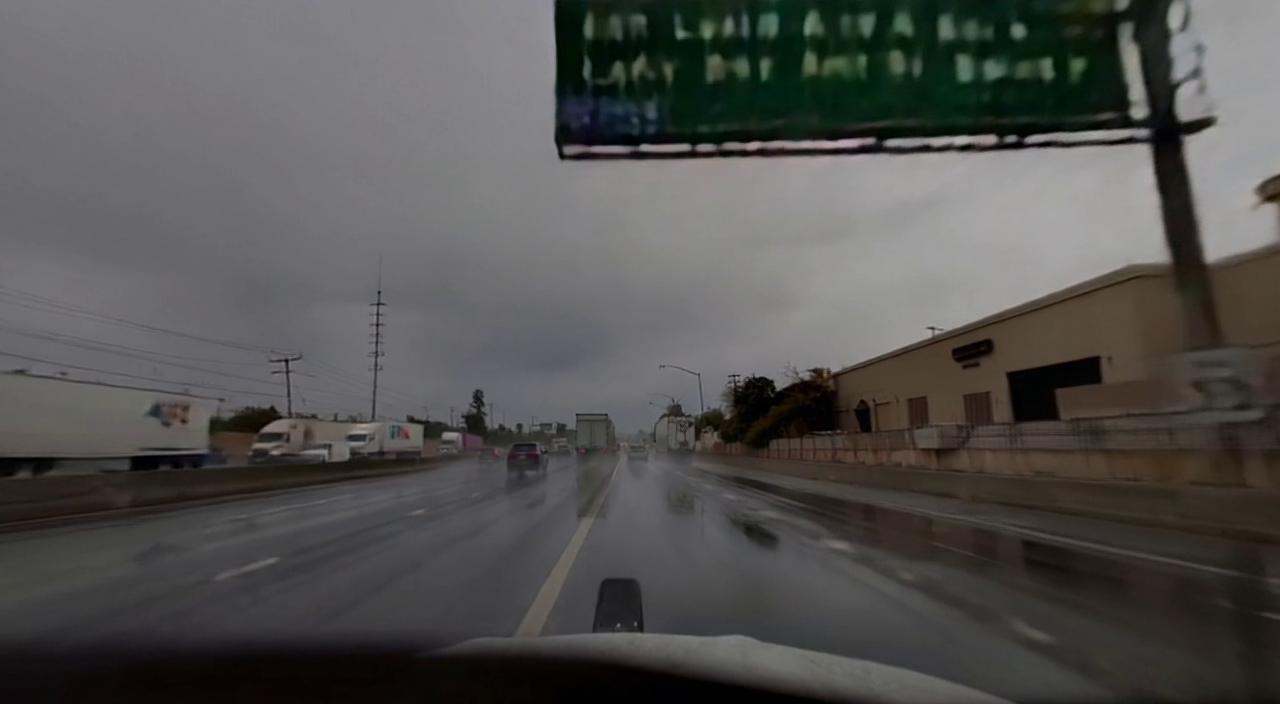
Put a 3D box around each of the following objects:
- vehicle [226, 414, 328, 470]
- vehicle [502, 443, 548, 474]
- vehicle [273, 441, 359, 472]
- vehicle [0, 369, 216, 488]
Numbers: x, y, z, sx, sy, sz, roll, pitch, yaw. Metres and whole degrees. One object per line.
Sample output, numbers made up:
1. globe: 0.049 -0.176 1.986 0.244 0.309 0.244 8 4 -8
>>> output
1. vehicle: -27.208 6.876 48.042 2.985 3.820 8.369 0 -9 -3
2. vehicle: -6.662 6.177 37.075 2.132 1.679 4.045 0 -9 -2
3. vehicle: -19.284 6.231 37.999 2.180 1.717 5.809 0 -9 -1
4. vehicle: -22.870 3.220 25.449 2.814 3.929 13.332 0 -9 -2
